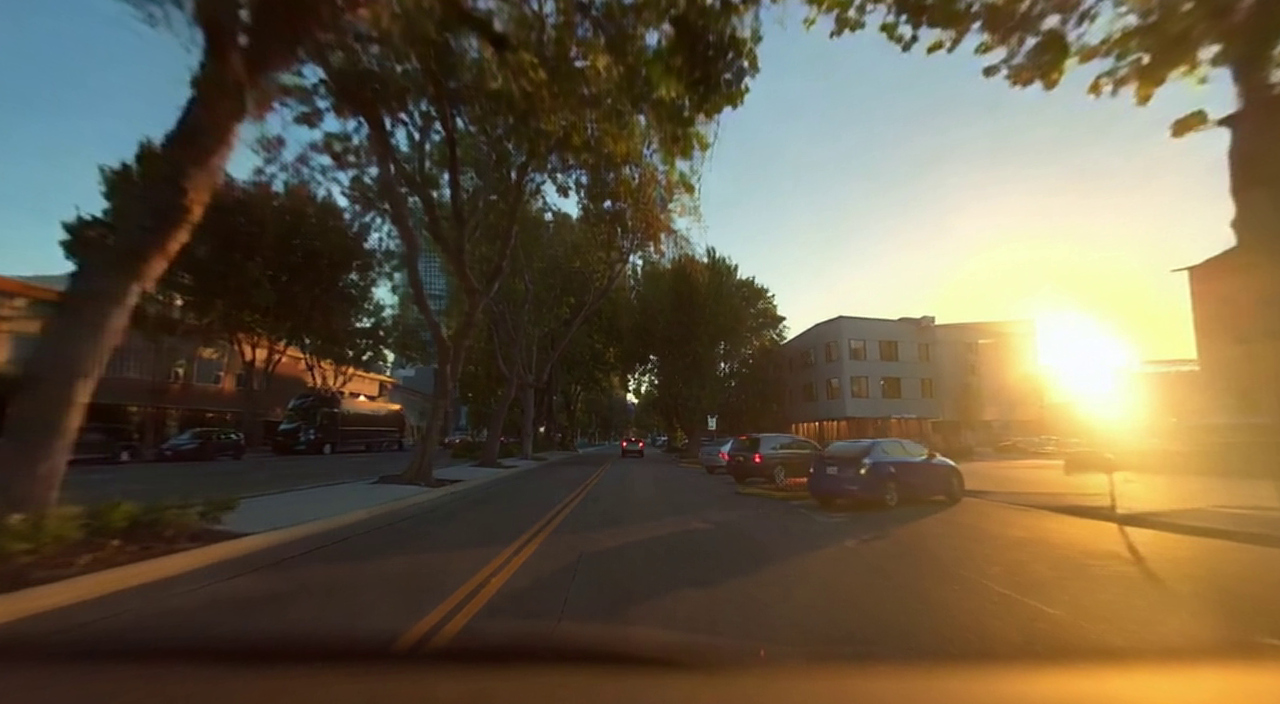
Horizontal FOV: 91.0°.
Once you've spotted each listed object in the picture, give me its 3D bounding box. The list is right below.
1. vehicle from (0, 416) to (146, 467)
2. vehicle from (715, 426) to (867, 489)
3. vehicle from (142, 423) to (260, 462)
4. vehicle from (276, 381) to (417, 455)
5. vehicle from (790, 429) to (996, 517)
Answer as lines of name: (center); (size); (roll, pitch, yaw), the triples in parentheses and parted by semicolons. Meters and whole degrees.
vehicle: (-19.018, 3.011, 21.189); (1.792, 1.554, 3.682); (0, -8, -2)
vehicle: (4.611, 3.099, 18.946); (4.585, 1.660, 1.969); (6, -10, -37)
vehicle: (-18.770, 3.915, 27.211); (1.909, 1.518, 4.459); (-1, -8, 0)
vehicle: (-19.101, 4.742, 42.688); (3.054, 4.140, 14.110); (-1, -8, -1)
vehicle: (5.063, 2.265, 12.384); (4.275, 1.428, 1.774); (6, -10, -38)
